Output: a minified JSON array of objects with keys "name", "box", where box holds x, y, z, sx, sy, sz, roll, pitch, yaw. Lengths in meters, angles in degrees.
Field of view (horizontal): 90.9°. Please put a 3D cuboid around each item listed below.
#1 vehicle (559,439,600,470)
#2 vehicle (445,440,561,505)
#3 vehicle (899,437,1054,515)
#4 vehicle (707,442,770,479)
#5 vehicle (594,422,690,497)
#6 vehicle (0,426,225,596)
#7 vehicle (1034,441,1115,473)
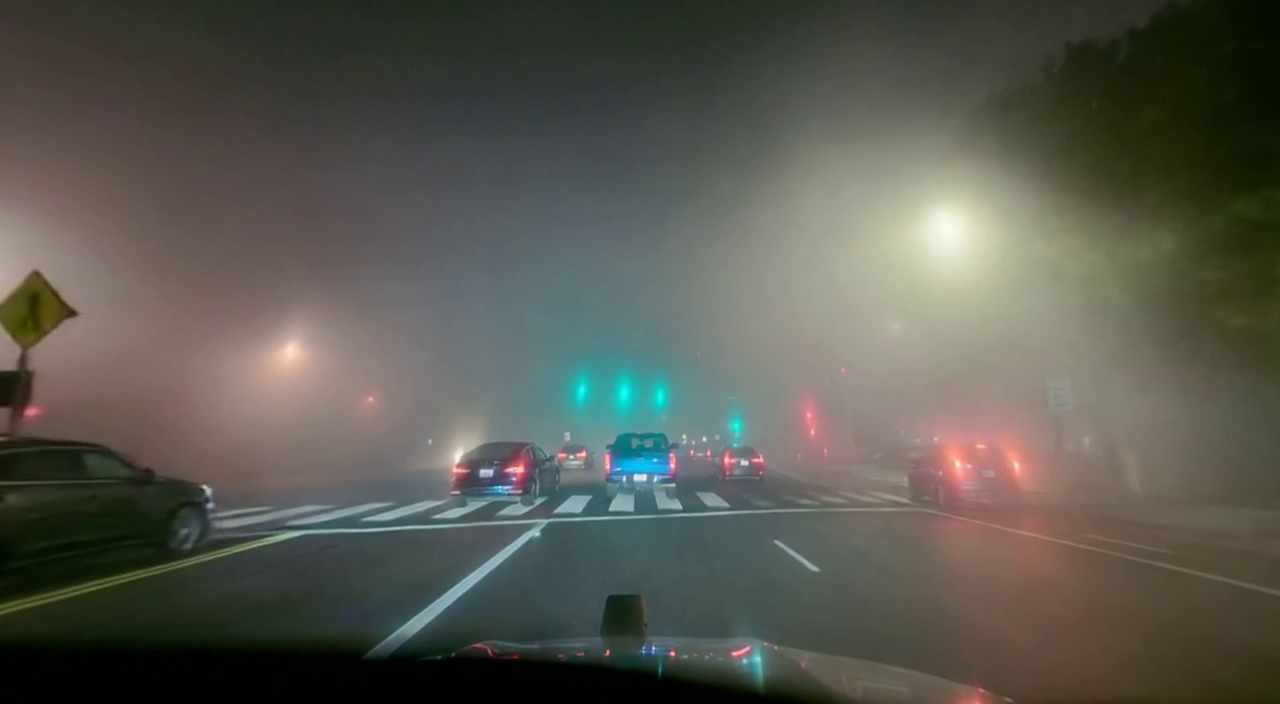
[{"name":"vehicle","box":[-3.570,6.168,38.060,2.018,1.700,4.142,0,-8,0]},{"name":"vehicle","box":[-3.419,3.087,16.679,1.986,1.465,4.509,0,-8,1]},{"name":"vehicle","box":[9.139,3.348,17.684,2.126,1.820,4.521,1,-8,5]},{"name":"vehicle","box":[4.232,4.737,27.844,1.968,1.472,4.456,0,-8,-1]},{"name":"vehicle","box":[0.053,3.191,19.044,2.493,1.934,4.957,0,-8,0]},{"name":"vehicle","box":[-6.805,1.582,6.556,1.907,1.541,4.364,-1,-8,1]},{"name":"vehicle","box":[28.516,6.812,41.312,5.227,1.935,2.289,5,-10,-32]}]
